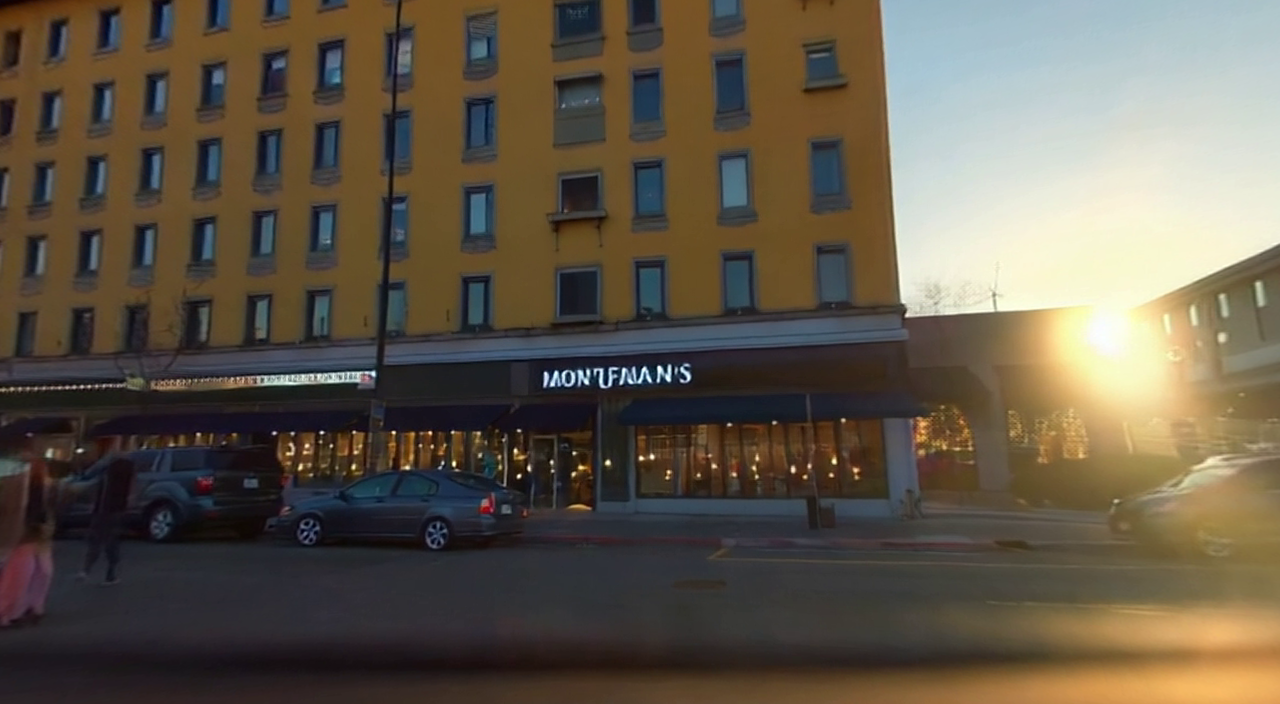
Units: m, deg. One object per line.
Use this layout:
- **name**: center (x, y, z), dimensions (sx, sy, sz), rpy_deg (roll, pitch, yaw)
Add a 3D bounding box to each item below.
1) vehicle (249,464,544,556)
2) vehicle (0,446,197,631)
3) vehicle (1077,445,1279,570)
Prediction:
- **vehicle**: center (-4.403, 2.833, 11.744), dimensions (4.830, 1.421, 1.826), rpy_deg (-2, -9, 11)
- **vehicle**: center (-7.042, 1.672, 6.244), dimensions (4.330, 1.458, 1.932), rpy_deg (-2, -9, 15)
- **vehicle**: center (9.619, 2.279, 9.608), dimensions (4.410, 1.687, 1.834), rpy_deg (-2, -8, 9)
